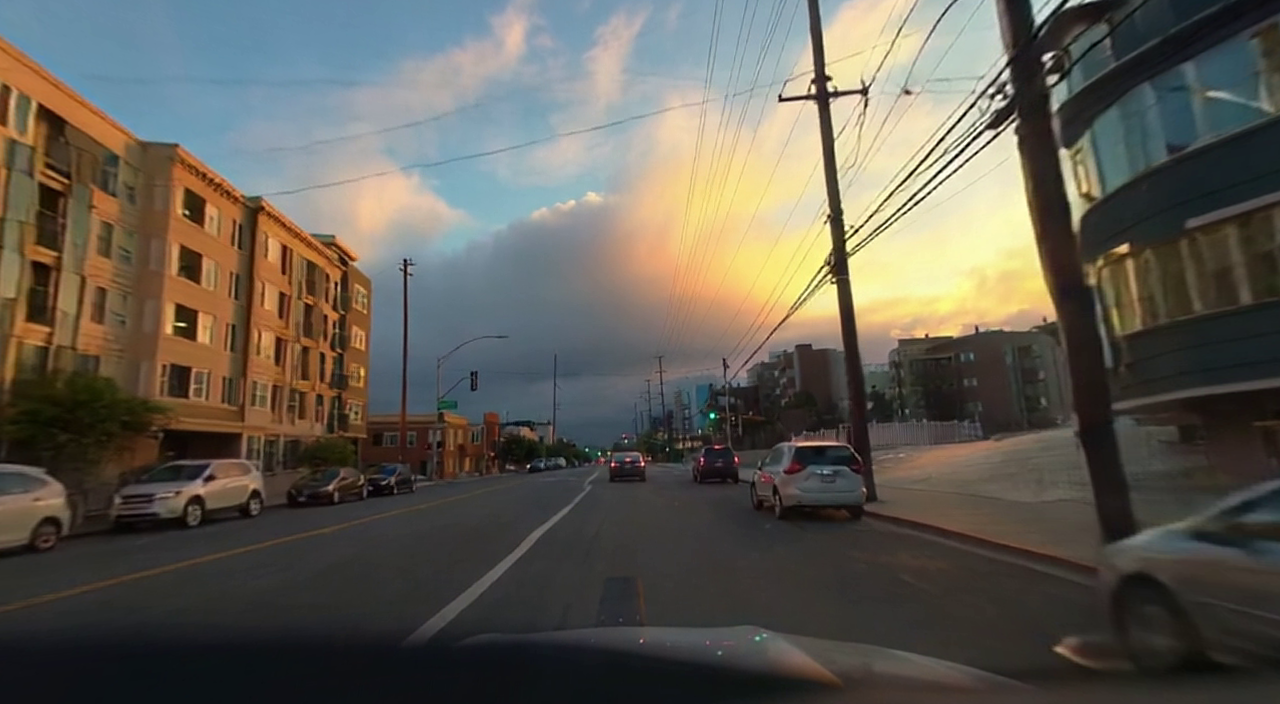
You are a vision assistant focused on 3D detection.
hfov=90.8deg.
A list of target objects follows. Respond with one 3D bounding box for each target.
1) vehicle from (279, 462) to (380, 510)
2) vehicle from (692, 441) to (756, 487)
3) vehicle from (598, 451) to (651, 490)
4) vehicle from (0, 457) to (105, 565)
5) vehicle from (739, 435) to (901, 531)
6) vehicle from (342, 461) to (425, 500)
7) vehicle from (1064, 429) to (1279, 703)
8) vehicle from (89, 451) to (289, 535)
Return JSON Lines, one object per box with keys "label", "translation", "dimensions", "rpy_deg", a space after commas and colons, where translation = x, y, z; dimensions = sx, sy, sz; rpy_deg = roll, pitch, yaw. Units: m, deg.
{"label": "vehicle", "translation": [-11.958, 5.138, 24.649], "dimensions": [2.004, 1.526, 3.807], "rpy_deg": [-3, -9, 0]}
{"label": "vehicle", "translation": [3.791, 5.192, 29.575], "dimensions": [2.248, 1.945, 5.011], "rpy_deg": [0, -9, -1]}
{"label": "vehicle", "translation": [-0.570, 4.836, 26.144], "dimensions": [2.019, 1.453, 4.129], "rpy_deg": [0, -9, 0]}
{"label": "vehicle", "translation": [-11.856, 2.657, 10.389], "dimensions": [2.039, 1.781, 4.536], "rpy_deg": [0, -9, 1]}
{"label": "vehicle", "translation": [3.734, 2.816, 14.168], "dimensions": [2.186, 1.764, 4.470], "rpy_deg": [0, -9, -2]}
{"label": "vehicle", "translation": [-11.914, 5.948, 29.698], "dimensions": [1.910, 1.498, 4.662], "rpy_deg": [-3, -9, 1]}
{"label": "vehicle", "translation": [4.056, 1.002, 2.280], "dimensions": [1.956, 1.489, 4.441], "rpy_deg": [0, -9, 0]}
{"label": "vehicle", "translation": [-11.857, 3.659, 17.163], "dimensions": [1.997, 1.918, 4.736], "rpy_deg": [0, -9, -1]}
